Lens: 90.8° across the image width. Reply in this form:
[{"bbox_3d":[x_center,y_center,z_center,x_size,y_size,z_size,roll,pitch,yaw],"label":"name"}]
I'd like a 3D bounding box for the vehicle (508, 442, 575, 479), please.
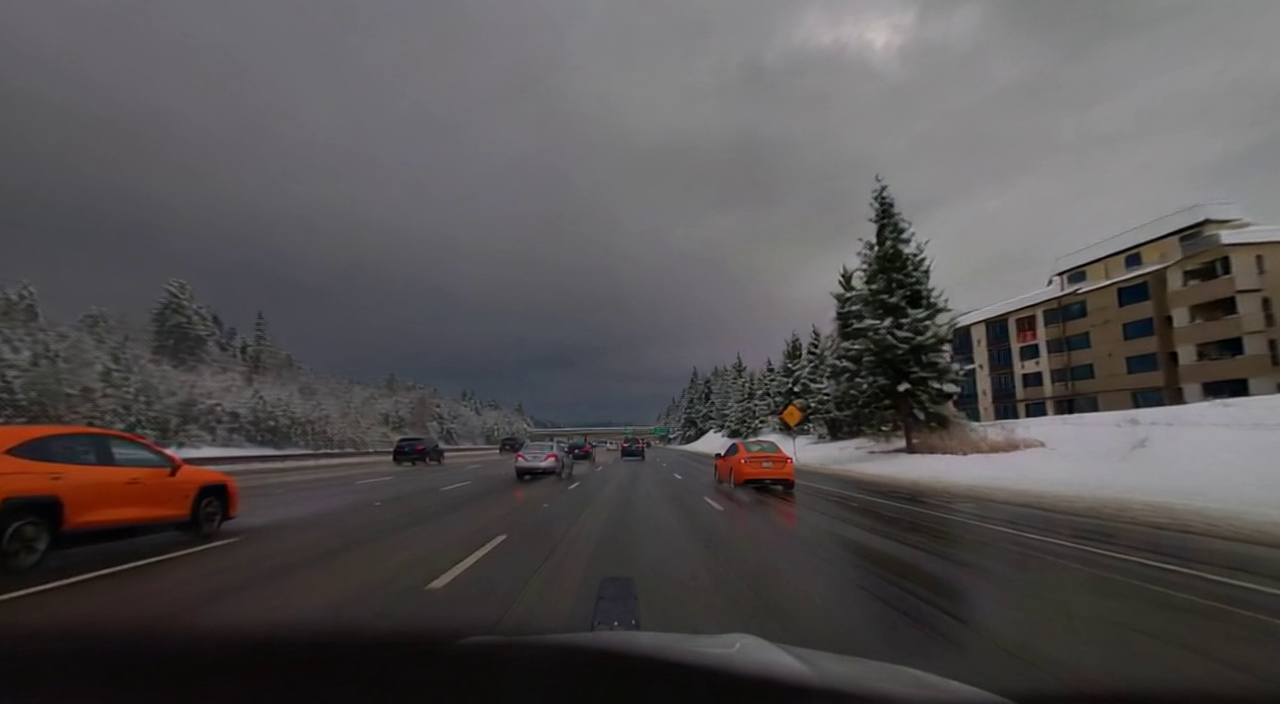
[{"bbox_3d":[-4.065,4.541,26.829,2.124,1.426,4.444,0,-8,0],"label":"vehicle"}]

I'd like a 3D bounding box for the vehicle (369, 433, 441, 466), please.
[{"bbox_3d":[-15.306,6.420,41.672,2.396,1.999,6.333,0,-8,0],"label":"vehicle"}]

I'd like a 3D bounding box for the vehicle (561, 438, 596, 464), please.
[{"bbox_3d":[-4.275,6.994,44.755,2.044,1.774,4.329,0,-8,0],"label":"vehicle"}]

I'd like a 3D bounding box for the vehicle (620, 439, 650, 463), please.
[{"bbox_3d":[-0.366,7.207,45.936,2.053,1.650,3.945,0,-8,-1],"label":"vehicle"}]

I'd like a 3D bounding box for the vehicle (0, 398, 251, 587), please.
[{"bbox_3d":[-7.142,1.526,7.291,2.086,1.776,5.080,0,-8,0],"label":"vehicle"}]

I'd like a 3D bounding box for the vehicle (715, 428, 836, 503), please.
[{"bbox_3d":[3.285,2.860,16.353,2.061,1.658,4.417,0,-8,-1],"label":"vehicle"}]
